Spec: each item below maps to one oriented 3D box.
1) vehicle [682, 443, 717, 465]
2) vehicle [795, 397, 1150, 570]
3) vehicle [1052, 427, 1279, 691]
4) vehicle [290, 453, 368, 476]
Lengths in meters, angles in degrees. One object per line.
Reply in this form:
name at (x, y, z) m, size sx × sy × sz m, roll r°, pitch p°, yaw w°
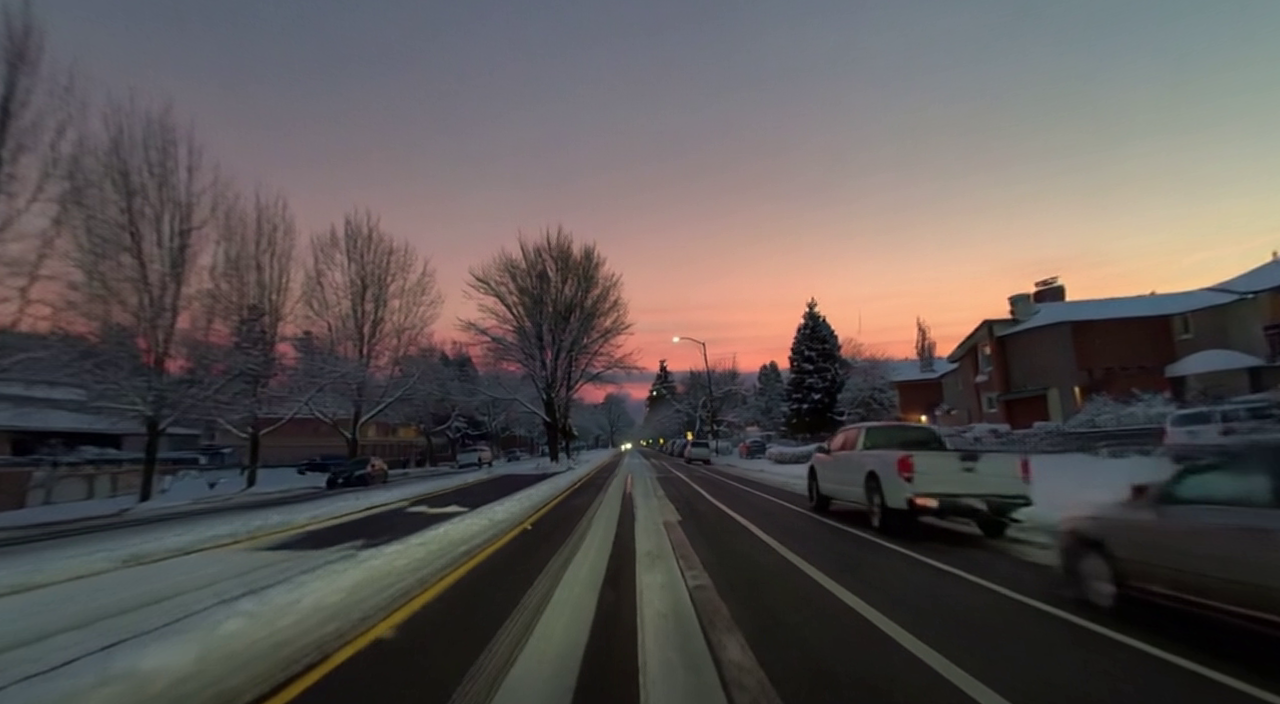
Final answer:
vehicle at (4.043, 7.010, 43.577) m, size 1.970 × 1.455 × 4.233 m, roll 0°, pitch -9°, yaw -1°
vehicle at (4.347, 1.879, 9.873) m, size 2.293 × 1.858 × 5.868 m, roll 0°, pitch -9°, yaw -1°
vehicle at (4.559, 1.111, 3.239) m, size 1.919 × 1.474 × 4.370 m, roll 0°, pitch -9°, yaw 0°
vehicle at (-21.926, 7.916, 44.614) m, size 4.413 × 1.477 × 2.100 m, roll -1°, pitch -9°, yaw 0°
